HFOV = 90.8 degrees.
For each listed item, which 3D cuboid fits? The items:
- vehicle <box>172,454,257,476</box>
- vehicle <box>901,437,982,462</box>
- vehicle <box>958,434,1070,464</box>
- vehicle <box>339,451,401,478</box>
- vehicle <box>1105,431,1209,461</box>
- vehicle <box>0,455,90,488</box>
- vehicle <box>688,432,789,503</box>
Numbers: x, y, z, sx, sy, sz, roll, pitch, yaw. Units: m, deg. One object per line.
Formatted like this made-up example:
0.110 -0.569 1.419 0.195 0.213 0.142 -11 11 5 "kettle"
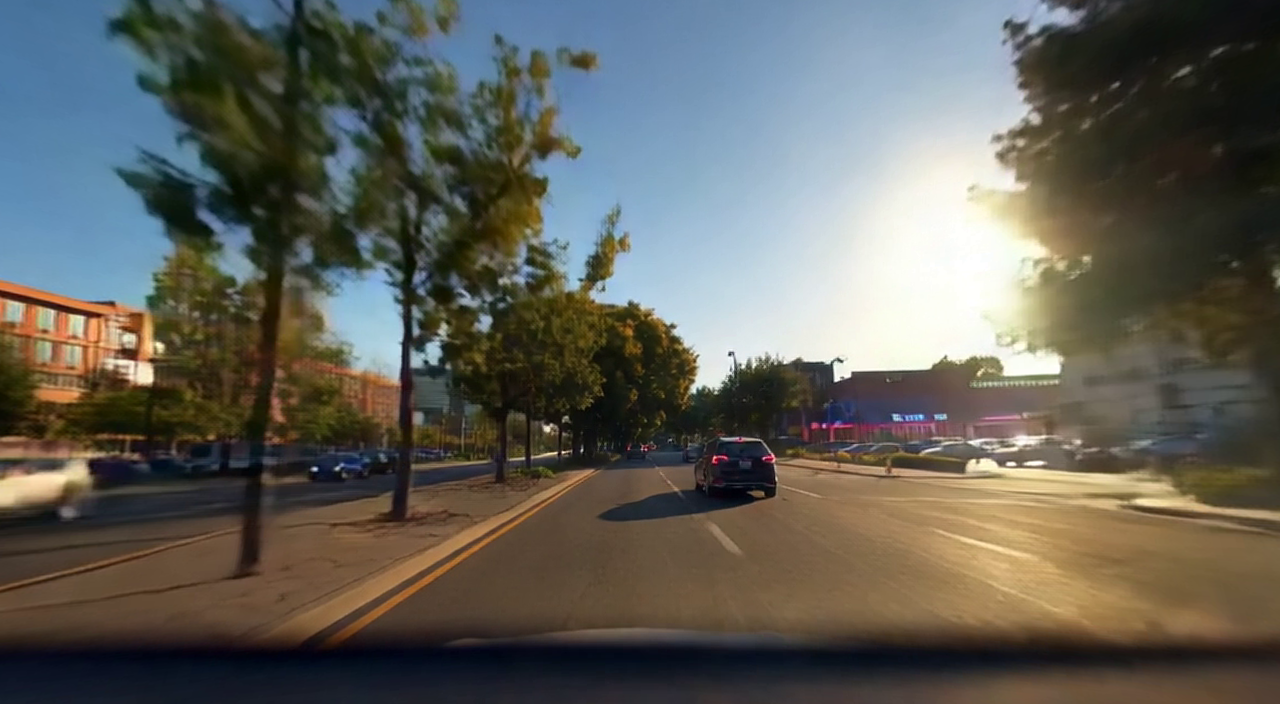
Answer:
-29.406 7.798 43.765 4.340 1.422 1.976 1 -9 -5 "vehicle"
19.597 6.373 41.166 4.227 1.567 2.034 0 -9 1 "vehicle"
19.578 5.120 33.211 4.584 1.503 1.942 0 -9 1 "vehicle"
-16.528 6.891 38.917 1.927 1.492 4.347 0 -9 0 "vehicle"
32.585 5.949 39.904 4.671 1.618 1.998 -2 -9 1 "vehicle"
-29.943 5.762 30.587 4.671 1.472 2.076 0 -9 2 "vehicle"
2.529 3.082 17.279 1.963 1.677 4.229 0 -9 -1 "vehicle"
